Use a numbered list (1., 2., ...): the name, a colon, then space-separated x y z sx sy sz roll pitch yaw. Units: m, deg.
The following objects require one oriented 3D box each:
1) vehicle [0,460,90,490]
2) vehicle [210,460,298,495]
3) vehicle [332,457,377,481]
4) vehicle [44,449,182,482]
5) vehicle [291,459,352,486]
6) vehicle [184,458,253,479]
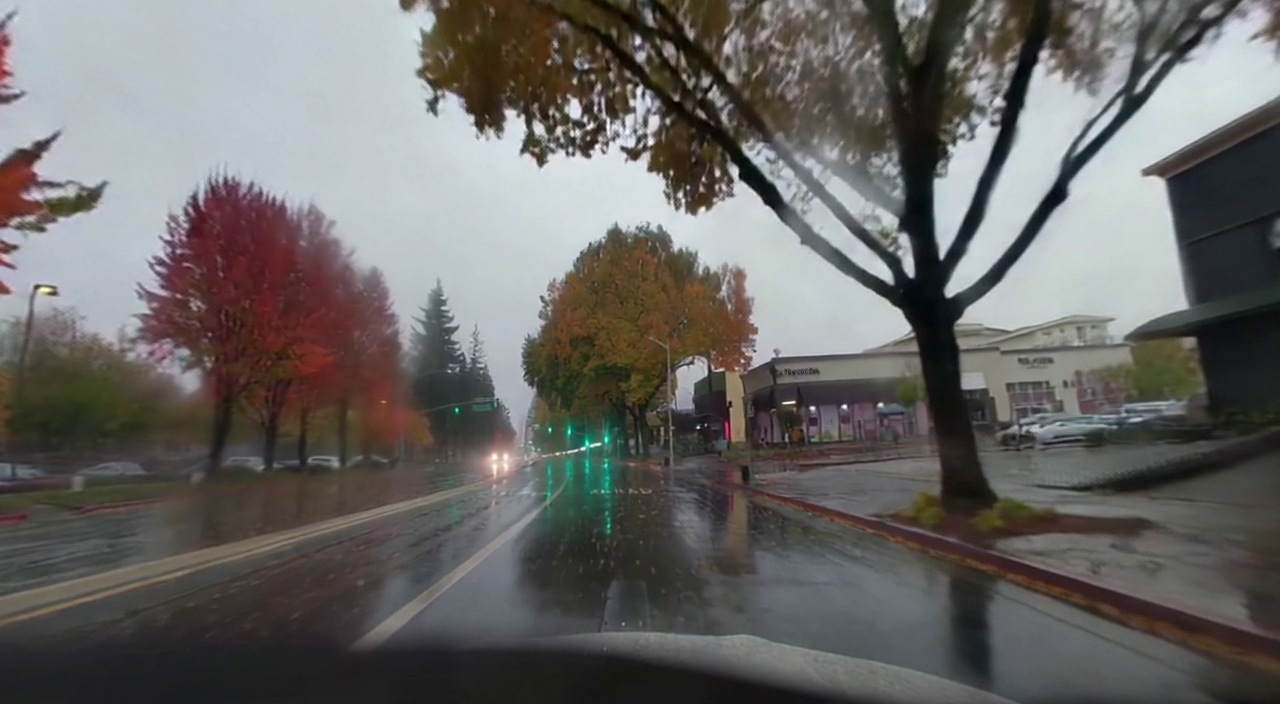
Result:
1. vehicle: -30.055 6.099 31.187 3.598 1.407 1.740 1 -9 -5
2. vehicle: -19.582 6.355 32.069 1.956 1.550 4.375 1 -9 -4
3. vehicle: -21.275 8.720 46.959 1.896 1.495 4.108 -4 -9 -7
4. vehicle: -30.455 6.584 36.455 5.746 1.807 2.140 1 -9 -6
5. vehicle: -20.518 7.752 40.632 1.887 1.490 4.432 1 -9 -4
6. vehicle: -31.723 8.760 47.331 3.852 1.494 1.817 1 -9 -4
